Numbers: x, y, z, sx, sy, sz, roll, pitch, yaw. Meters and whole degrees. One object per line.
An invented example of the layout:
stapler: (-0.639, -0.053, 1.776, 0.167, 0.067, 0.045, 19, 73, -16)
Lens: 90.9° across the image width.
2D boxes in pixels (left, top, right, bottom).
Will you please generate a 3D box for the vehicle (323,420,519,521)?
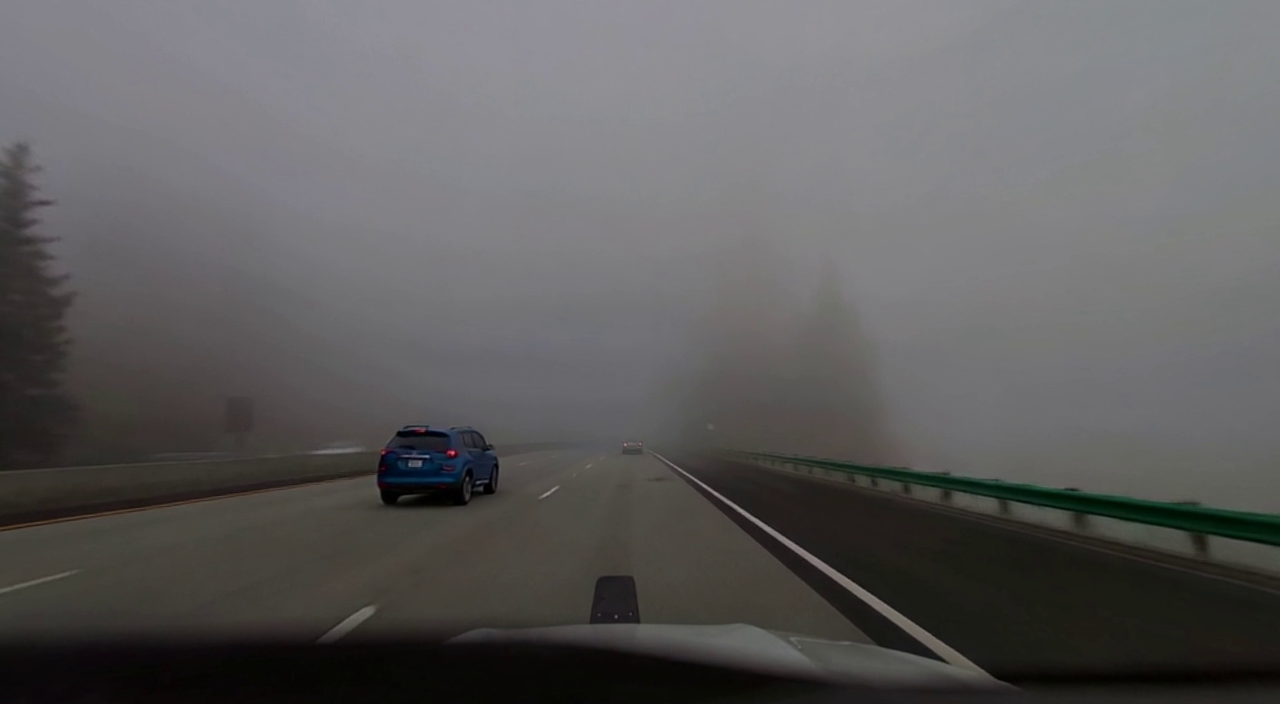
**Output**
vehicle: (-3.839, 2.152, 12.161, 2.072, 1.545, 4.767, 0, -8, 0)

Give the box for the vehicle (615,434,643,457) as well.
vehicle: (-0.747, 6.282, 42.620, 1.836, 1.450, 3.519, 0, -8, -2)
